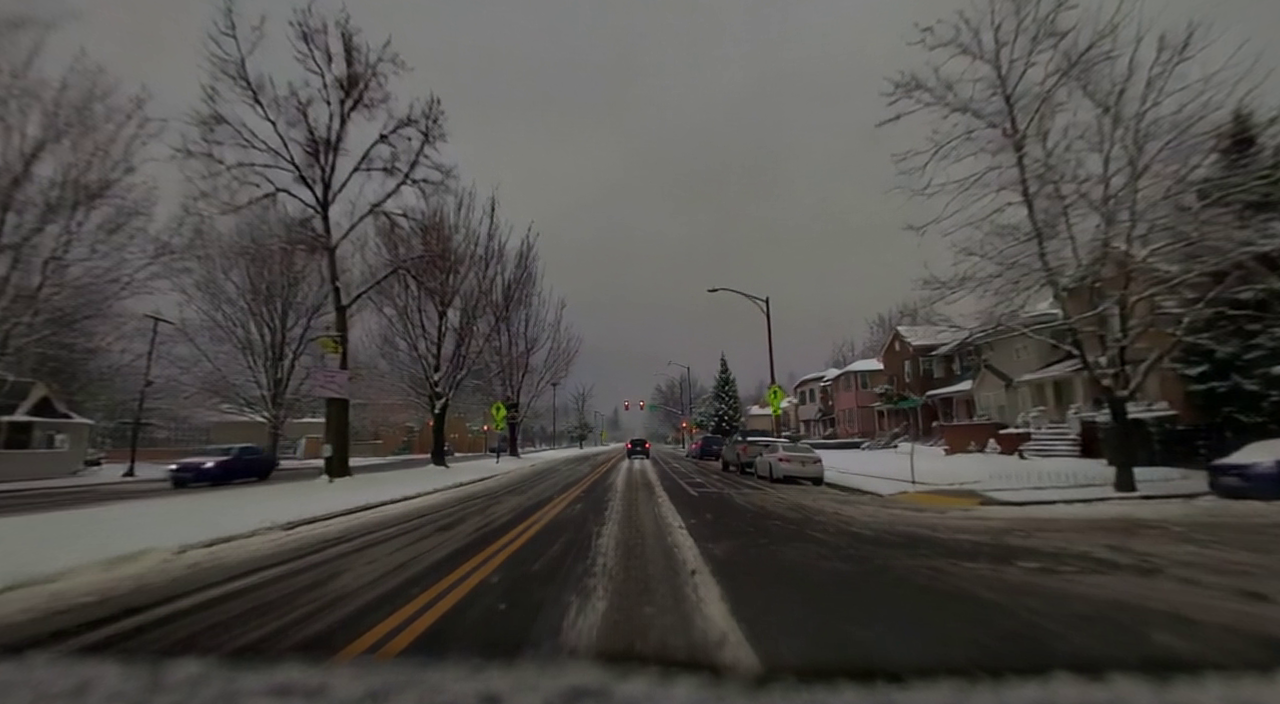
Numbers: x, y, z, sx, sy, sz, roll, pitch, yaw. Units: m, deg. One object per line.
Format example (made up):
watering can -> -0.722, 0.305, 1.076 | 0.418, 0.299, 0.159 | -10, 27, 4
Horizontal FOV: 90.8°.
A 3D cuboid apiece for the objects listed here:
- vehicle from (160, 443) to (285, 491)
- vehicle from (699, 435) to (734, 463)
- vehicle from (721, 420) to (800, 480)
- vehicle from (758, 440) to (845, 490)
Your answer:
vehicle -> -16.408, 4.511, 25.168 | 1.957, 1.705, 4.346 | 0, -9, 1
vehicle -> 5.545, 7.106, 46.639 | 2.008, 1.930, 4.919 | 0, -8, 1
vehicle -> 5.415, 4.555, 29.431 | 2.324, 2.468, 6.422 | 0, -9, -1
vehicle -> 5.698, 4.042, 22.937 | 1.940, 1.584, 4.553 | 0, -9, 0
